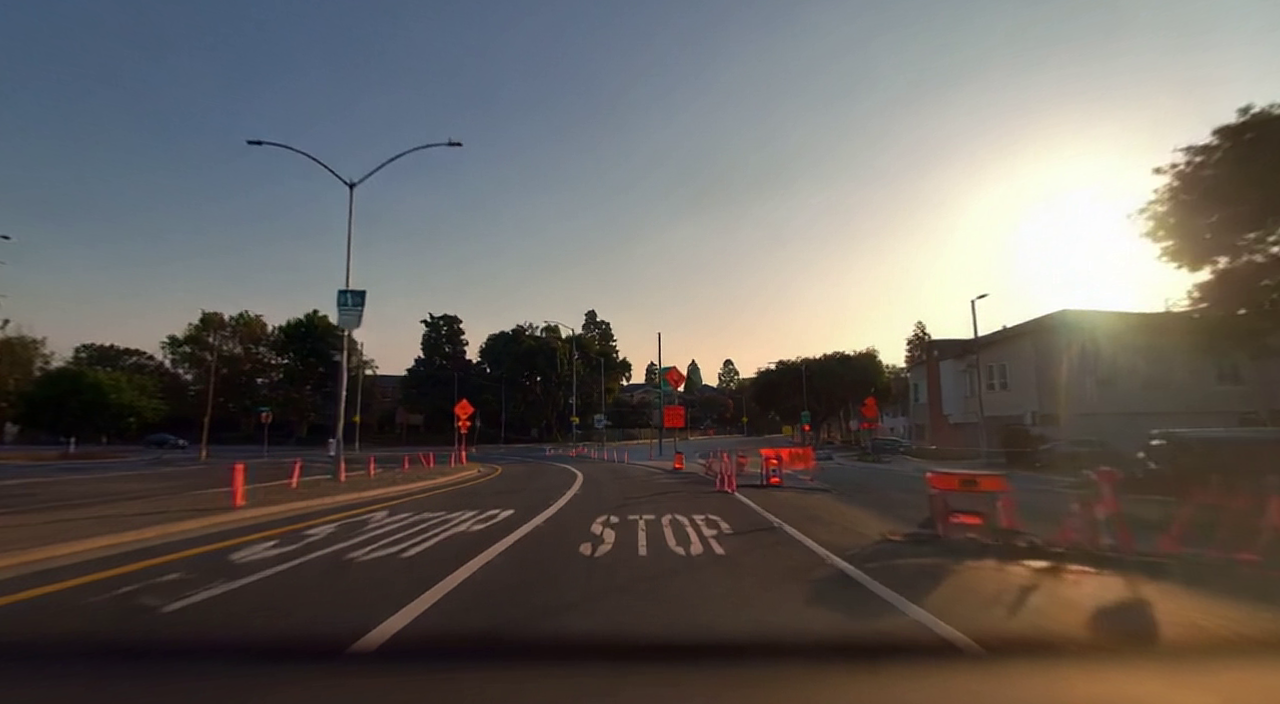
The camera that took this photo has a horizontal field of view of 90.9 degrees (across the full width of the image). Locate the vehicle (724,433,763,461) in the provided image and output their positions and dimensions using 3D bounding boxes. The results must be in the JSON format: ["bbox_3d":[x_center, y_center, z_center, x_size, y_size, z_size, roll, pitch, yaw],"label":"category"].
[{"bbox_3d":[6.983,6.453,42.969,2.150,1.779,4.423,-1,-8,4],"label":"vehicle"}]

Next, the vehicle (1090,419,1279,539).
[{"bbox_3d":[10.442,2.093,10.723,1.961,1.754,4.889,0,-8,1],"label":"vehicle"}]

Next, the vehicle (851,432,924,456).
[{"bbox_3d":[18.387,6.862,47.084,4.615,1.738,1.990,-1,-9,4],"label":"vehicle"}]
